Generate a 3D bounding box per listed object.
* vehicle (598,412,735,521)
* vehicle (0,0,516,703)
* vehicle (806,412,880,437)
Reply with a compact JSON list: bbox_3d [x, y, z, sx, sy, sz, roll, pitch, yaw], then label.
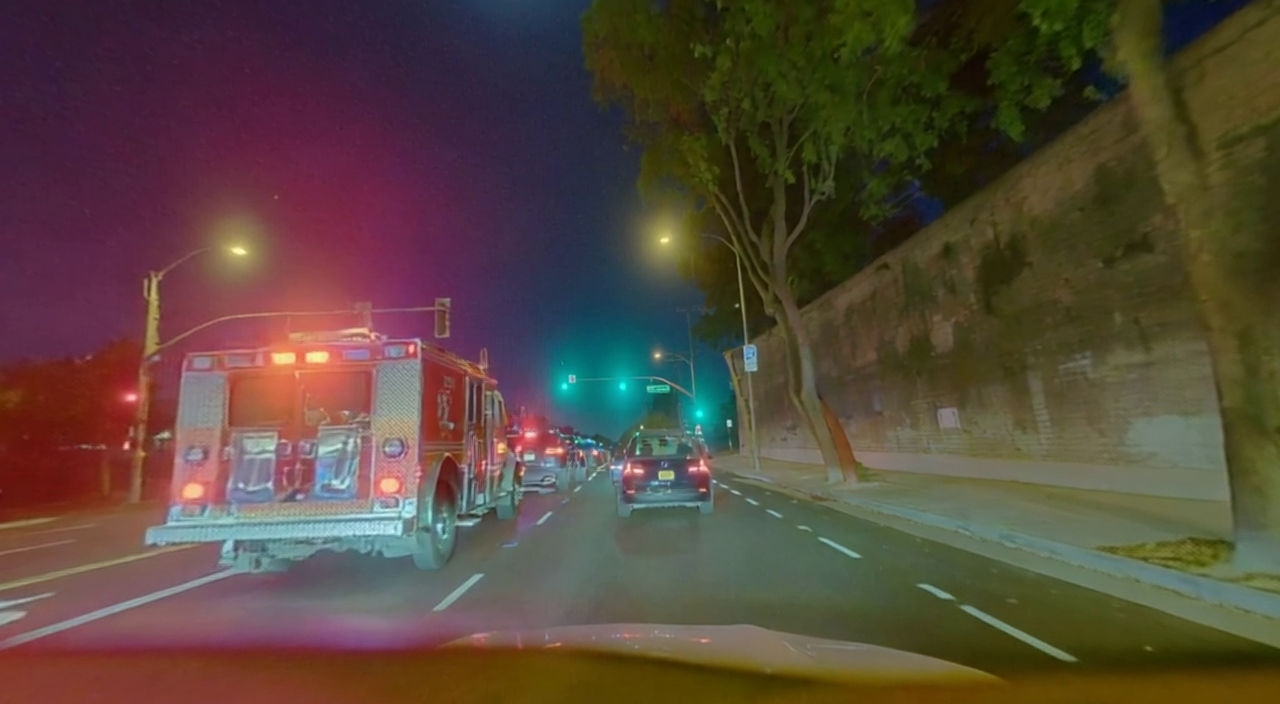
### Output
[{"bbox_3d":[0.298,2.313,13.286,2.332,1.831,4.930,0,-8,-4],"label":"vehicle"},{"bbox_3d":[-3.632,0.108,3.291,3.631,3.655,12.773,0,-8,-1],"label":"vehicle"},{"bbox_3d":[14.547,5.230,45.326,4.528,1.704,2.073,2,-9,-13],"label":"vehicle"}]
